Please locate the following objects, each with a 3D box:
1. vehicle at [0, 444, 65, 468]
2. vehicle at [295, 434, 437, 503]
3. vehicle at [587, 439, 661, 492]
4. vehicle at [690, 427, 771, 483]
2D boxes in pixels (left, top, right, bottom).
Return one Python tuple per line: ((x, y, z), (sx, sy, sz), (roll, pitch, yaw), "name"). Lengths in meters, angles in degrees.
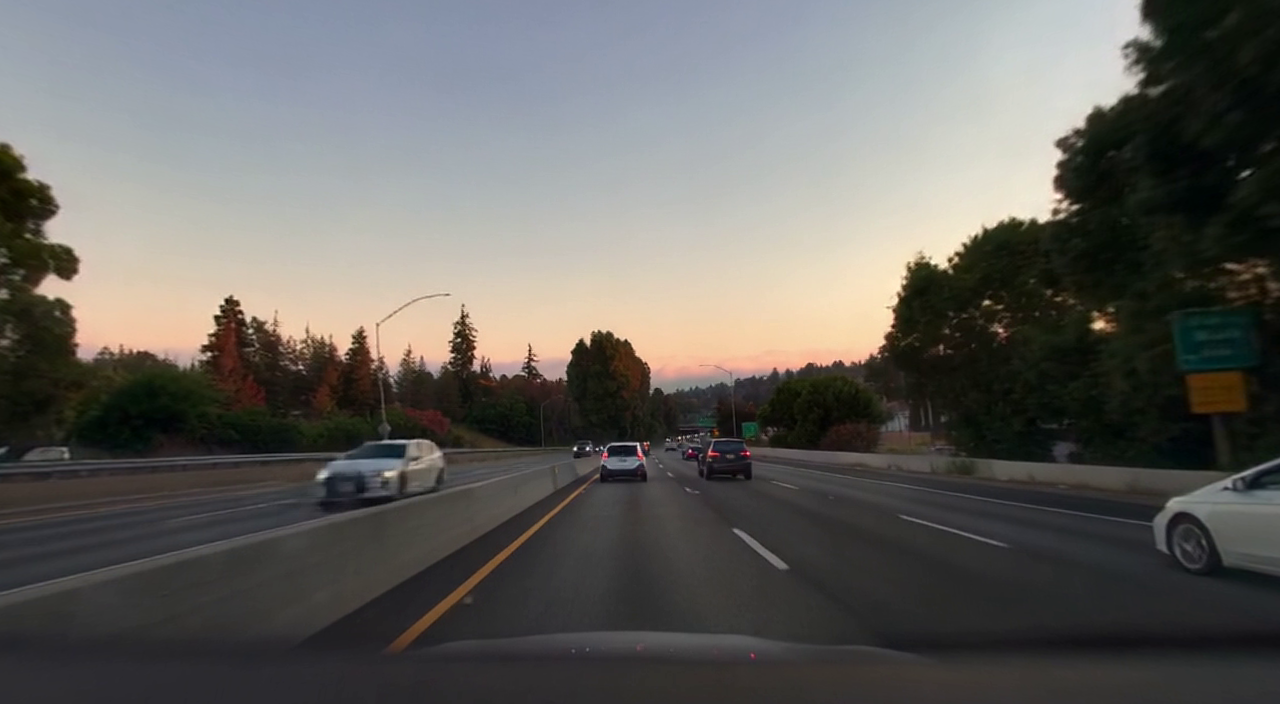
((-37.872, 6.413, 38.866), (3.332, 1.408, 1.576), (0, -8, -2), "vehicle")
((-7.346, 3.140, 17.495), (1.939, 1.661, 4.295), (0, -8, 1), "vehicle")
((-0.450, 3.433, 19.523), (2.040, 1.451, 3.736), (0, -8, 0), "vehicle")
((3.237, 3.808, 23.548), (2.186, 1.842, 4.553), (0, -8, -2), "vehicle")
